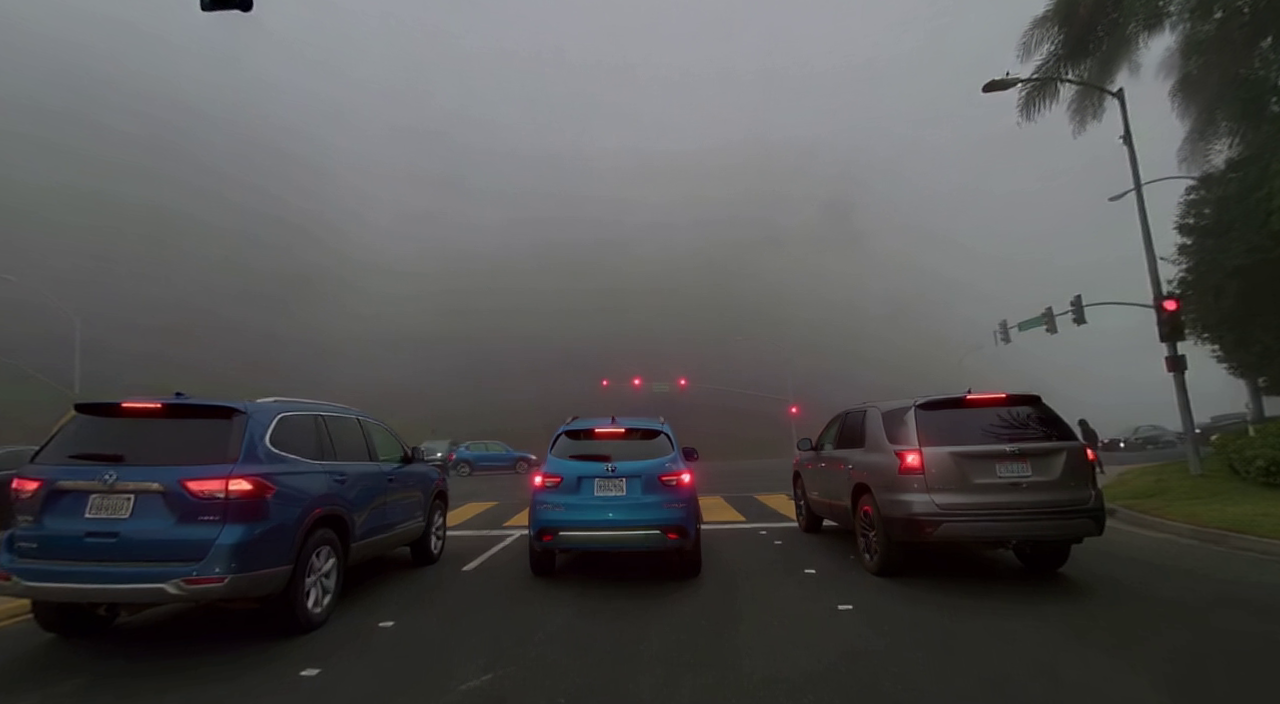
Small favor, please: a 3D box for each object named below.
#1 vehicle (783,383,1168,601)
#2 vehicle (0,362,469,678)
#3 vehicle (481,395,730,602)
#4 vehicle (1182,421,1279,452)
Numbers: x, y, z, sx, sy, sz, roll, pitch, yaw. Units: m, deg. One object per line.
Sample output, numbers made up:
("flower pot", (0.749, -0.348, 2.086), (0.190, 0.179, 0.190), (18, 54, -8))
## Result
("vehicle", (3.281, 1.481, 7.516), (2.083, 1.779, 4.532), (0, -8, 0))
("vehicle", (-3.277, 1.279, 5.901), (2.047, 1.810, 4.414), (0, -8, 1))
("vehicle", (-0.235, 1.512, 7.309), (2.067, 1.702, 3.987), (0, -8, 2))
("vehicle", (32.808, 4.656, 34.755), (4.175, 1.634, 1.877), (1, -8, -4))
